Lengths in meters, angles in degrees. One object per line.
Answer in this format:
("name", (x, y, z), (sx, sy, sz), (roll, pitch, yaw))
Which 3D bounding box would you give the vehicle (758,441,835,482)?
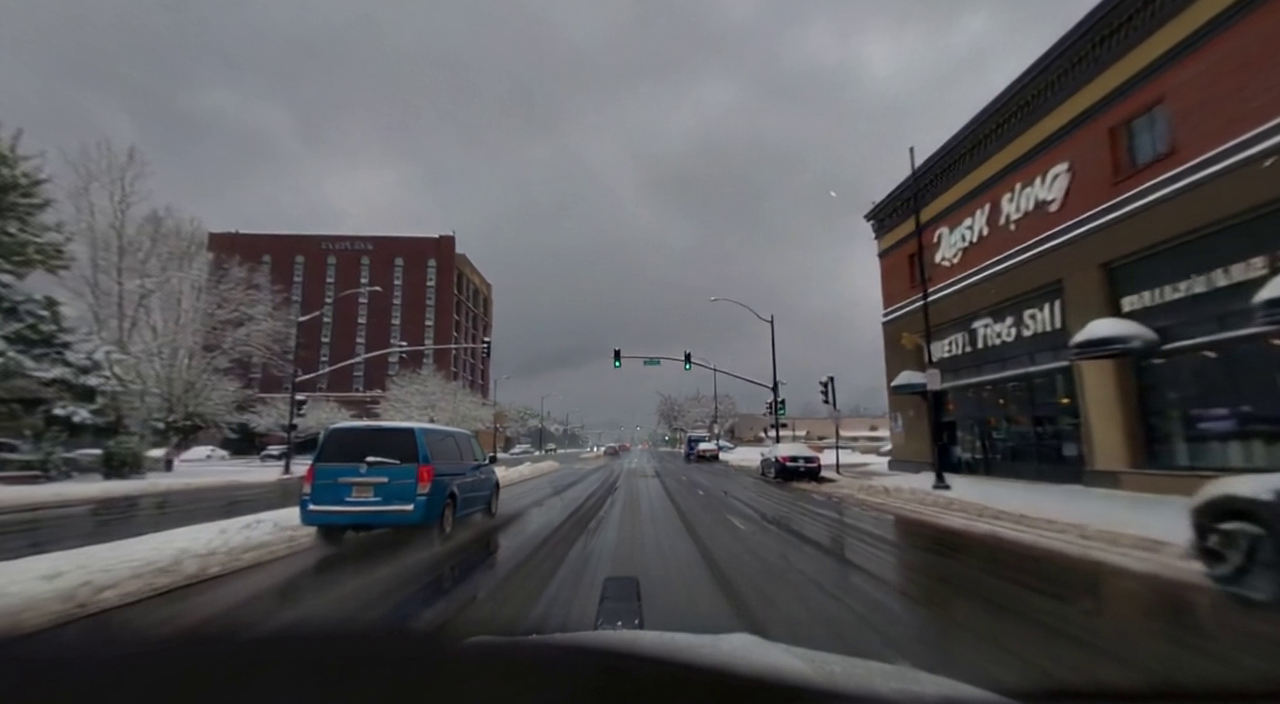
("vehicle", (6.423, 4.521, 26.422), (1.967, 1.534, 4.683), (0, -8, -1))

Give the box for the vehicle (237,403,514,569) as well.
("vehicle", (-3.158, 1.685, 8.551), (2.080, 1.722, 3.766), (0, -8, 1))
